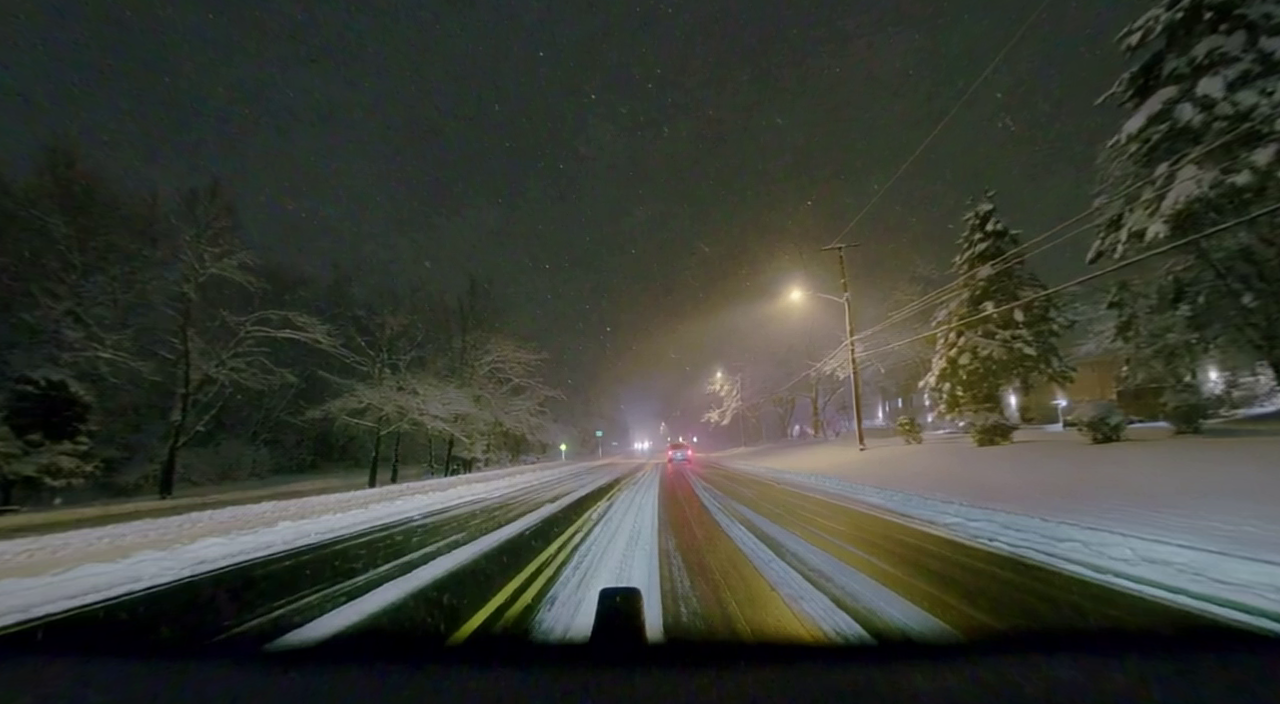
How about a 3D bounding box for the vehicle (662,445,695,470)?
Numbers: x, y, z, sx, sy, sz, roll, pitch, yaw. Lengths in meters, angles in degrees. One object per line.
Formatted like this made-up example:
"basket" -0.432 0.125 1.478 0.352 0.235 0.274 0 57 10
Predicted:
"vehicle" 2.446 6.877 41.469 1.925 1.488 4.271 0 -8 0
